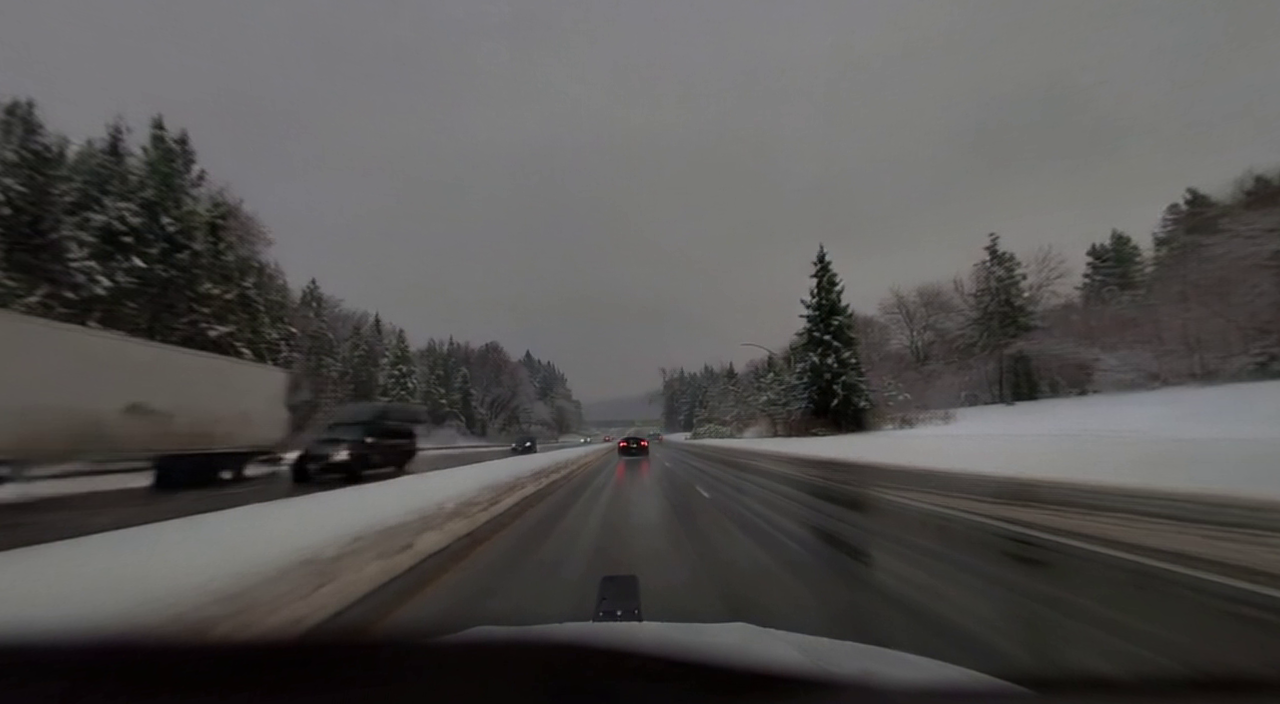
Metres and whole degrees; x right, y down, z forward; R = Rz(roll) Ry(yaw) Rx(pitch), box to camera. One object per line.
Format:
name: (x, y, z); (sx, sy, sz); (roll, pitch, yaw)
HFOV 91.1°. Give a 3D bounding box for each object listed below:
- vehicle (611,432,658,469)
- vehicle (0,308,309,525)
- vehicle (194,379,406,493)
vehicle: (-0.261, 4.224, 27.305); (1.897, 1.479, 3.724); (0, -8, -2)
vehicle: (-13.709, 1.825, 16.395); (2.851, 4.097, 13.944); (0, -8, -1)
vehicle: (-9.337, 2.447, 18.414); (2.242, 2.681, 7.197); (0, -8, -1)
